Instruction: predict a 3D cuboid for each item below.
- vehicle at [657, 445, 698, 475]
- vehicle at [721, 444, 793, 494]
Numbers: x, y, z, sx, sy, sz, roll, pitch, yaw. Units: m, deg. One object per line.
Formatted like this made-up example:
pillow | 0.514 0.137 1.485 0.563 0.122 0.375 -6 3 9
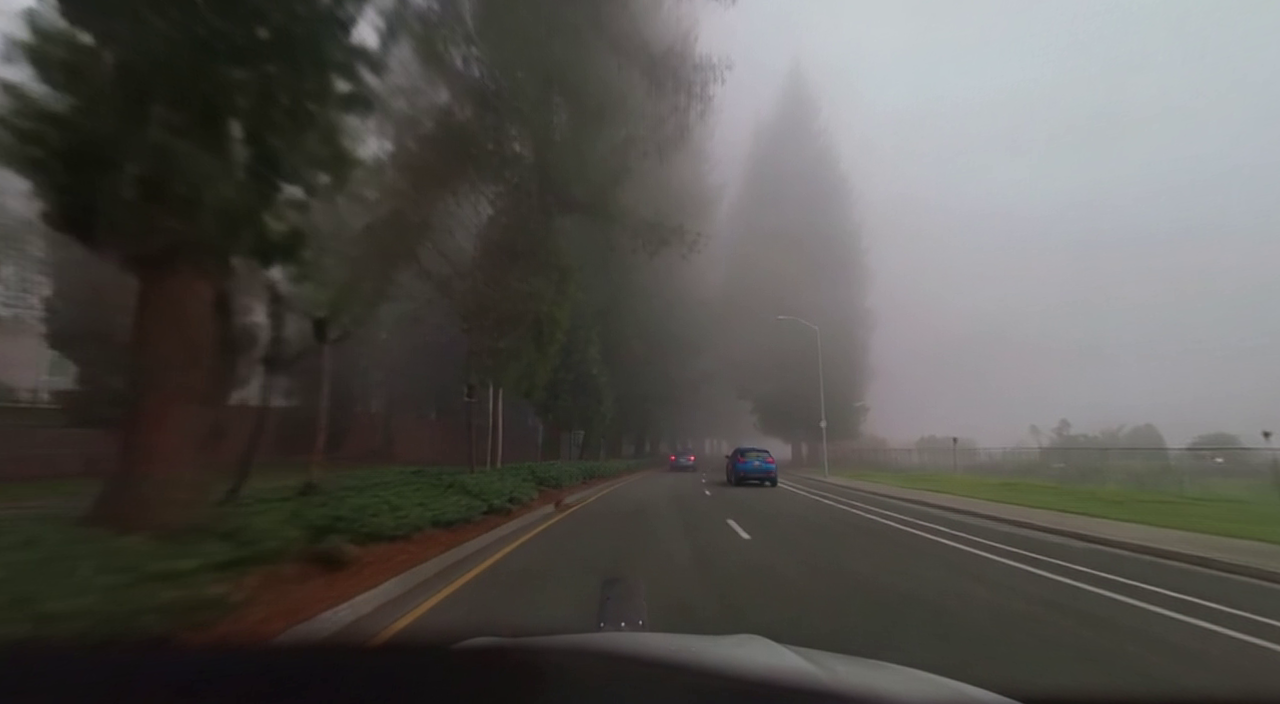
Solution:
vehicle | 2.456 6.856 40.139 2.251 1.822 4.391 -1 -9 8
vehicle | 4.253 4.275 23.449 1.971 1.663 4.287 0 -9 2
